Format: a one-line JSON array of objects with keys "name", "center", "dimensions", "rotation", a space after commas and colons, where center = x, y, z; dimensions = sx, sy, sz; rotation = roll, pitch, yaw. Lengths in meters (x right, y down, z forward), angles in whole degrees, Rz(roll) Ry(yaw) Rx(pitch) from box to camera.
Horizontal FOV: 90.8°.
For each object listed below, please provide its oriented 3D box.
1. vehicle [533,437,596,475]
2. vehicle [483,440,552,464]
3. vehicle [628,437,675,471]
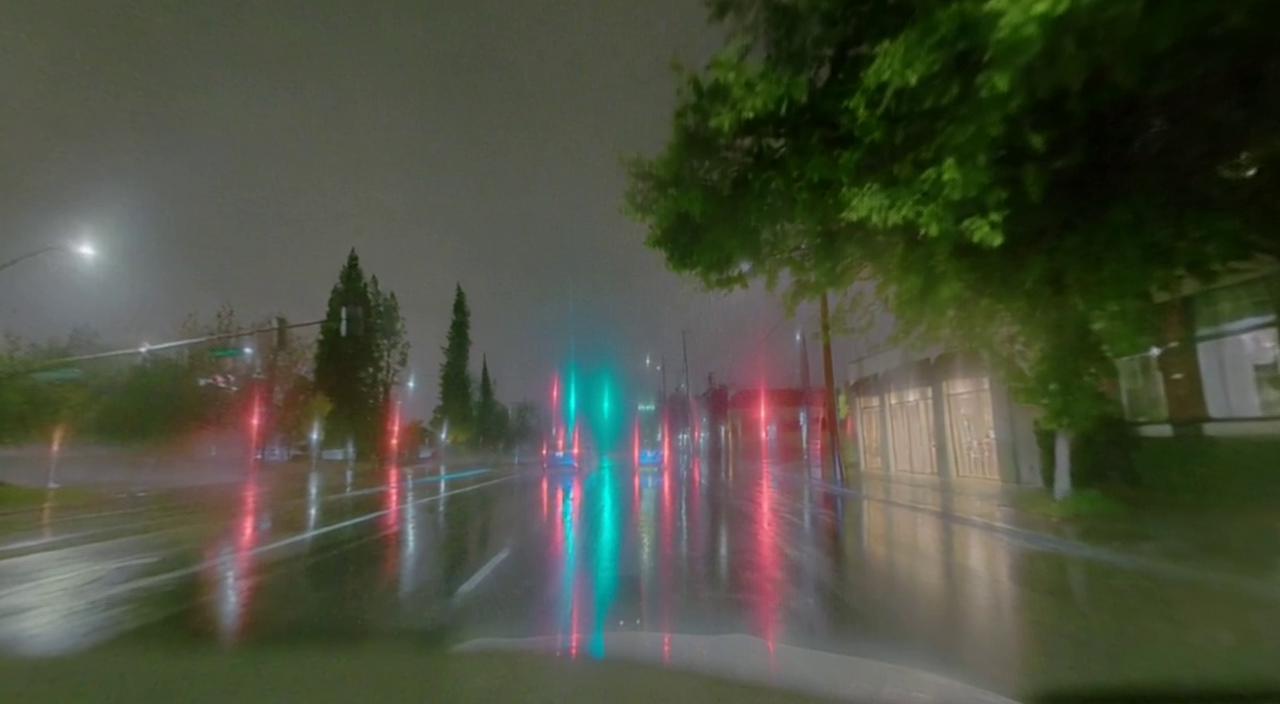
[{"name": "vehicle", "center": [-3.100, 4.403, 26.928], "dimensions": [2.032, 1.467, 4.411], "rotation": [0, -9, 1]}, {"name": "vehicle", "center": [-8.965, 7.281, 46.192], "dimensions": [4.541, 1.689, 1.966], "rotation": [5, -10, -29]}, {"name": "vehicle", "center": [0.520, 4.774, 29.727], "dimensions": [2.059, 1.456, 4.047], "rotation": [0, -9, 0]}]
